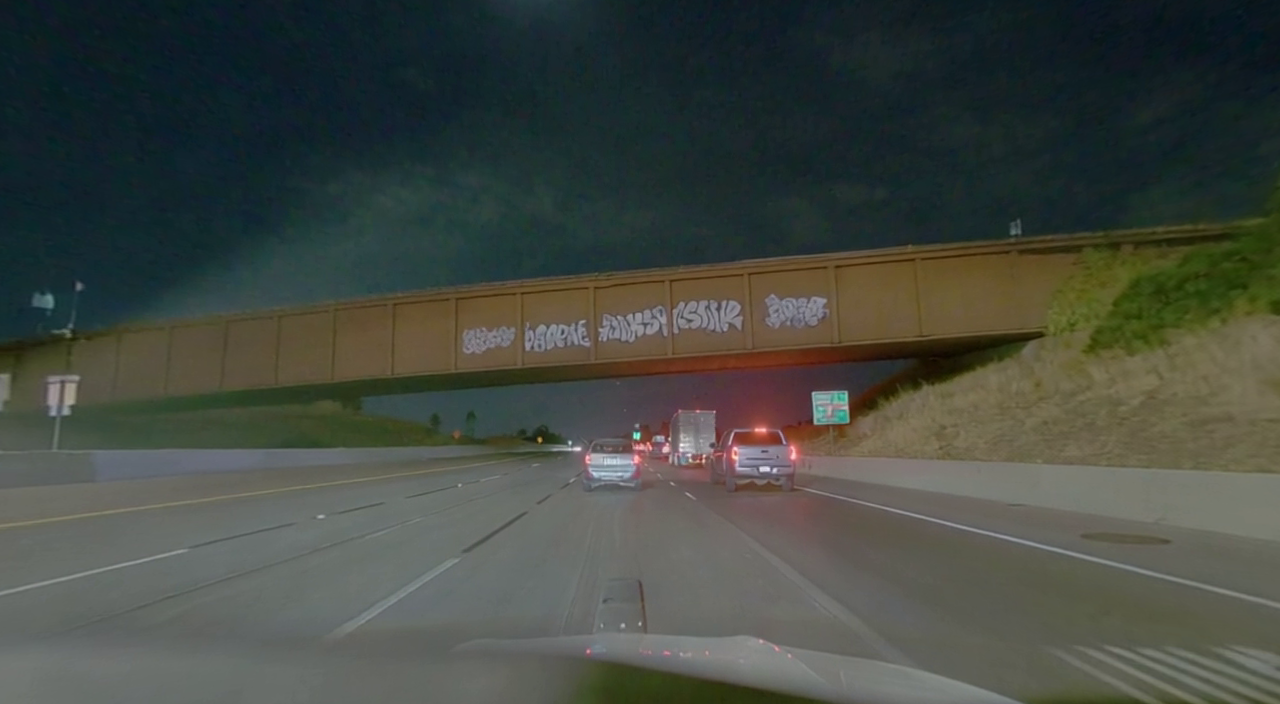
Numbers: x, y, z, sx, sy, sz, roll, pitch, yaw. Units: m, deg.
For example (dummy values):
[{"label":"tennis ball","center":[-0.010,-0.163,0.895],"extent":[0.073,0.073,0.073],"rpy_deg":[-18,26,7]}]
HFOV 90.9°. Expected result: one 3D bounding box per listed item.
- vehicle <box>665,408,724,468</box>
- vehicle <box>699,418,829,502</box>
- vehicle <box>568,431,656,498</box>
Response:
[{"label":"vehicle","center":[3.262,5.495,39.929],"extent":[2.873,3.408,7.323],"rpy_deg":[0,-8,-1]},{"label":"vehicle","center":[3.152,2.949,17.630],"extent":[2.311,1.922,5.977],"rpy_deg":[0,-8,-1]},{"label":"vehicle","center":[-0.724,3.116,17.788],"extent":[2.193,1.651,3.946],"rpy_deg":[0,-8,-1]}]
